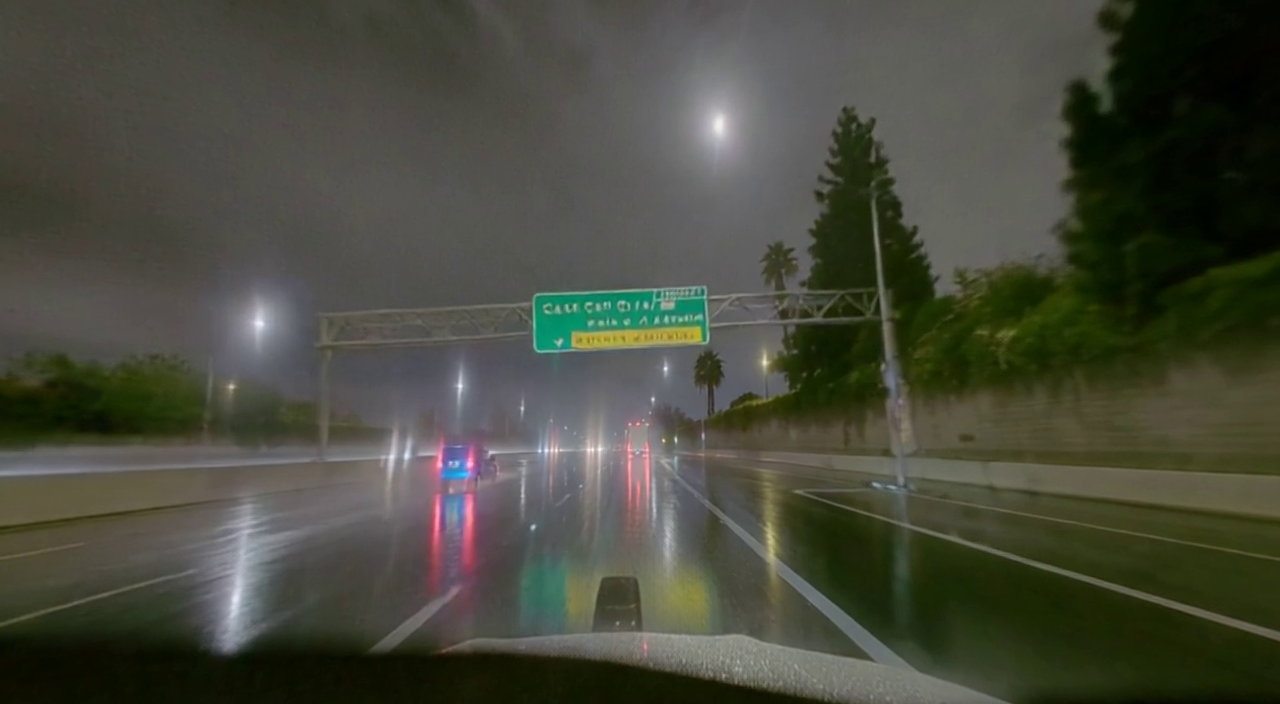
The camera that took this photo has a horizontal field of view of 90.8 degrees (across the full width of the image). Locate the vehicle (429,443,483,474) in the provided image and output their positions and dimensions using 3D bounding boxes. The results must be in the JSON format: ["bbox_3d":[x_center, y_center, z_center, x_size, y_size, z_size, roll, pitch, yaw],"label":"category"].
[{"bbox_3d":[-10.657,6.173,36.863,1.897,1.653,4.113,0,-9,0],"label":"vehicle"}]
